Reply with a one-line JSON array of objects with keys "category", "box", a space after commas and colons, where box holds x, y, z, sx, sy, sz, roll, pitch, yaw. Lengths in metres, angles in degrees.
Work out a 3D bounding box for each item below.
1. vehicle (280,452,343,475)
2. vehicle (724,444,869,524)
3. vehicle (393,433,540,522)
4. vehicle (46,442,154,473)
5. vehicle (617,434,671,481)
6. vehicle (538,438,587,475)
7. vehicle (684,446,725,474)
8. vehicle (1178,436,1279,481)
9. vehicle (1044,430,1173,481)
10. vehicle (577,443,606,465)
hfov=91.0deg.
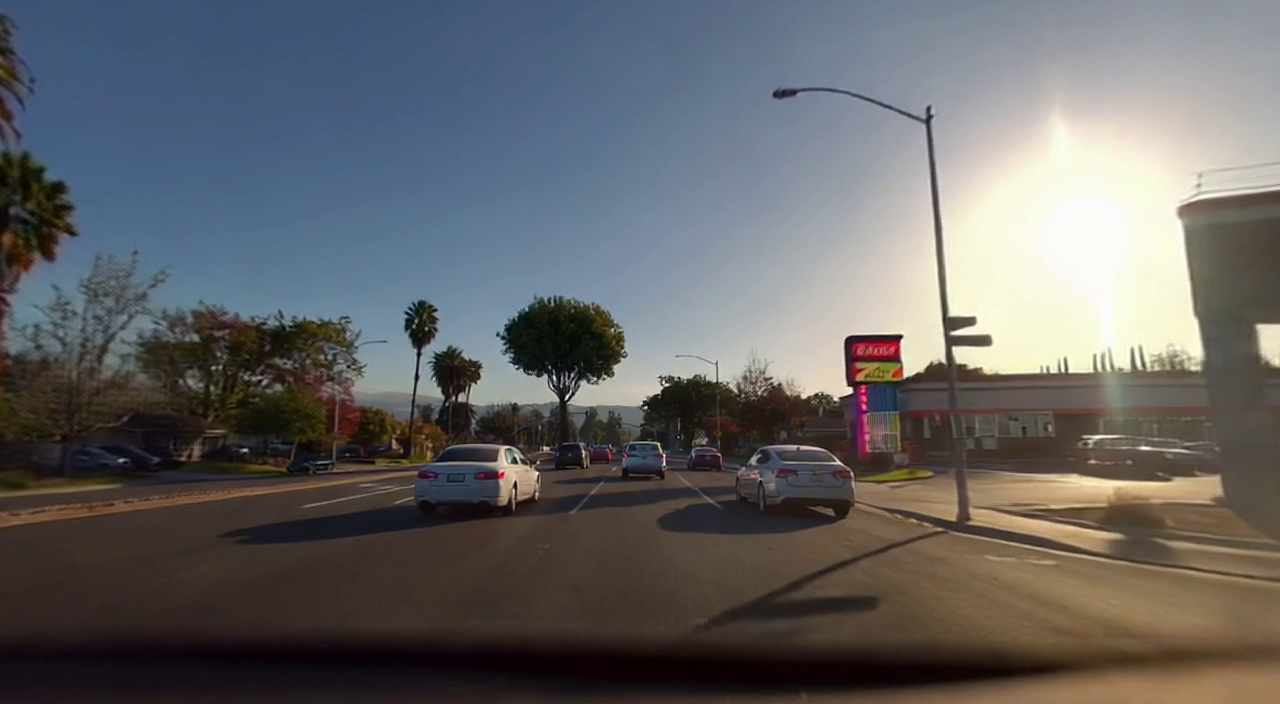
[{"category": "vehicle", "box": [-22.569, 7.649, 43.480, 1.827, 1.441, 4.660, 0, -8, 0]}, {"category": "vehicle", "box": [3.266, 2.830, 14.224, 1.977, 1.480, 4.589, 0, -8, -2]}, {"category": "vehicle", "box": [-3.320, 2.463, 12.933, 1.864, 1.505, 4.202, 0, -8, -1]}, {"category": "vehicle", "box": [-30.138, 5.882, 35.246, 4.123, 1.648, 2.053, 0, -8, 1]}, {"category": "vehicle", "box": [0.107, 4.562, 27.430, 2.164, 1.867, 4.254, 0, -8, -1]}, {"category": "vehicle", "box": [-3.821, 5.239, 31.763, 1.932, 1.695, 4.235, 0, -8, 0]}, {"category": "vehicle", "box": [3.631, 6.164, 36.033, 1.880, 1.476, 3.932, 0, -8, -1]}, {"category": "vehicle", "box": [24.406, 4.226, 25.188, 1.688, 1.650, 4.500, 0, -8, 0]}, {"category": "vehicle", "box": [18.535, 4.093, 25.218, 1.905, 1.833, 4.347, 0, -8, 3]}, {"category": "vehicle", "box": [-3.703, 7.873, 48.776, 1.871, 1.673, 3.920, 0, -8, 1]}]
